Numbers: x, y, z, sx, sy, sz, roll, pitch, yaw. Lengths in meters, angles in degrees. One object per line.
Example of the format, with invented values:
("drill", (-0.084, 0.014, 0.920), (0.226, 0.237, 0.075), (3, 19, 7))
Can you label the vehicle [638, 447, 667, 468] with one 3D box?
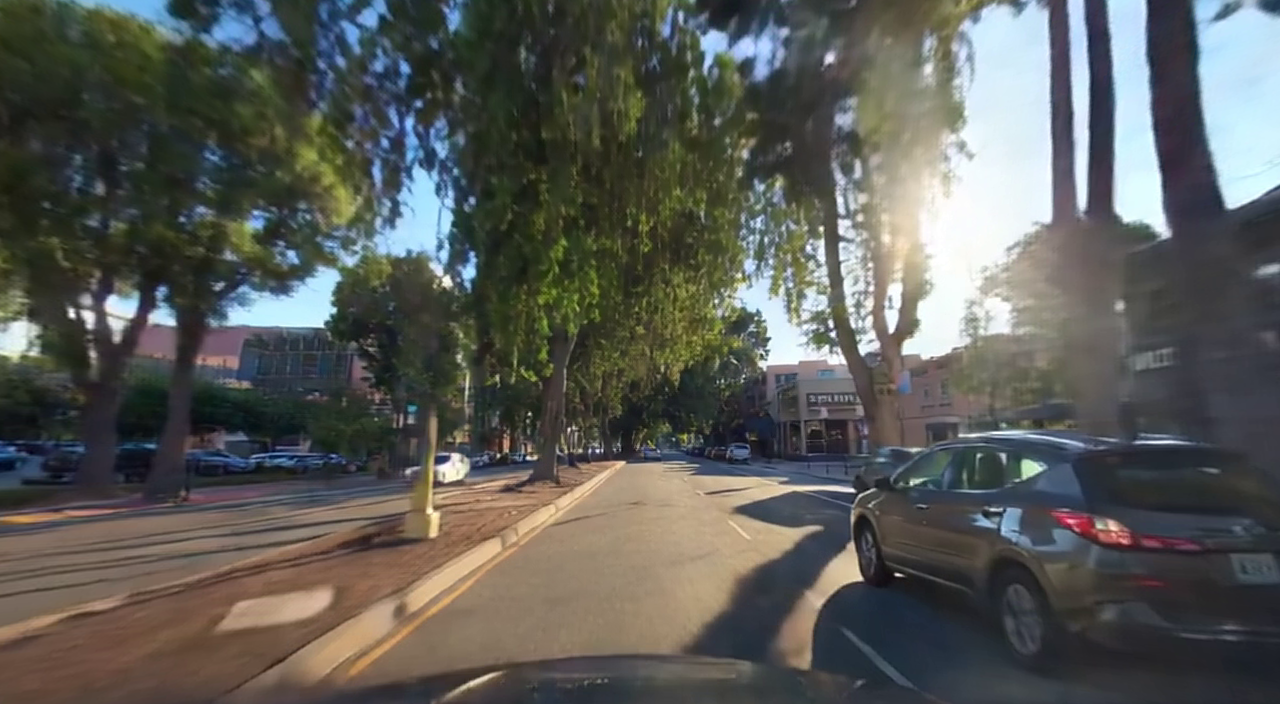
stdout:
("vehicle", (0.830, 7.395, 44.258), (1.945, 1.343, 3.827), (0, -8, 0))

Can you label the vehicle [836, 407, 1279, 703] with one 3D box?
("vehicle", (3.124, 1.286, 4.703), (1.989, 1.498, 4.050), (0, -8, 0))

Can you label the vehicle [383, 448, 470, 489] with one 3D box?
("vehicle", (-8.383, 4.578, 25.182), (1.922, 1.464, 4.201), (0, -9, 1))
